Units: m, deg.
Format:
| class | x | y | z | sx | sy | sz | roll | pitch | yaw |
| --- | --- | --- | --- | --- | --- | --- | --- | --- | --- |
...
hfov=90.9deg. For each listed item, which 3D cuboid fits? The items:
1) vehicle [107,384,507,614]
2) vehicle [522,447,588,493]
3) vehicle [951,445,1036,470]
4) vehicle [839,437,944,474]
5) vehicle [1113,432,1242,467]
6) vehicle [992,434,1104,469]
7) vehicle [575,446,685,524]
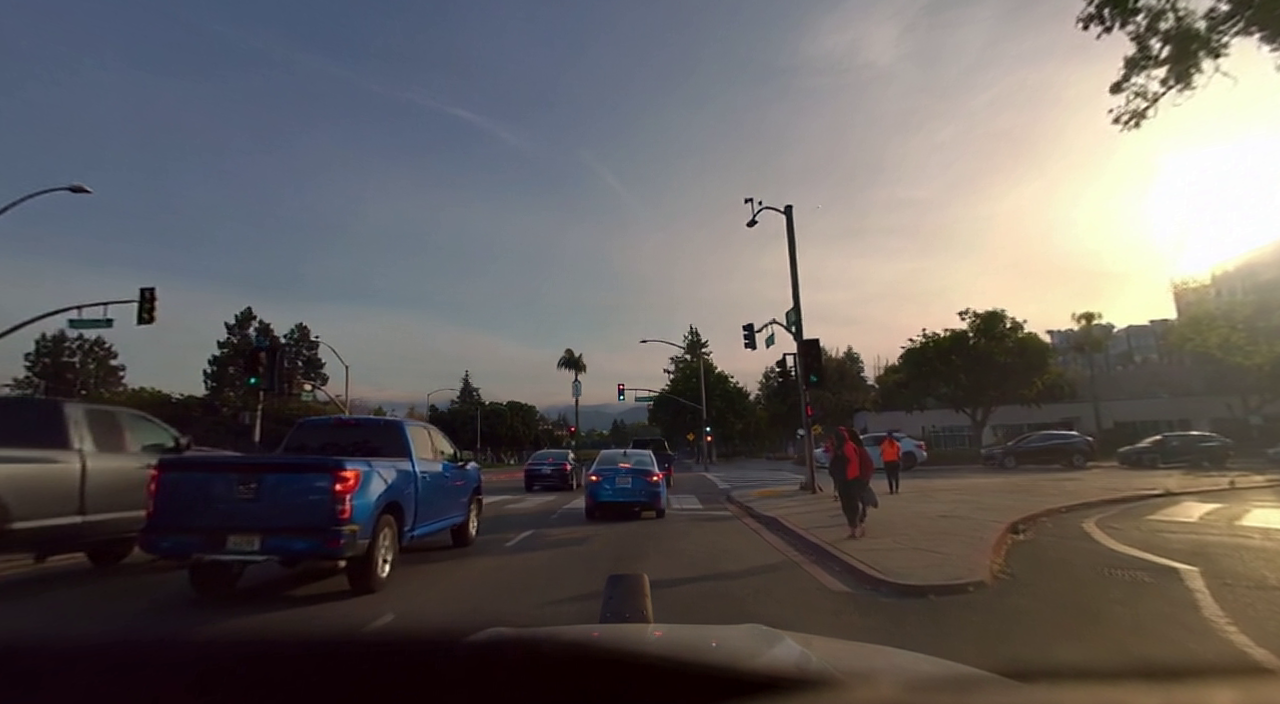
| class | x | y | z | sx | sy | sz | roll | pitch | yaw |
| --- | --- | --- | --- | --- | --- | --- | --- | --- | --- |
| vehicle | -3.420 | 1.633 | 8.005 | 2.202 | 1.961 | 4.980 | 0 | -9 | 2 |
| vehicle | -3.314 | 4.726 | 25.680 | 2.003 | 1.655 | 4.878 | 0 | -9 | 0 |
| vehicle | 21.364 | 6.389 | 38.202 | 3.983 | 1.443 | 1.831 | 0 | -9 | 1 |
| vehicle | 12.436 | 5.126 | 31.346 | 4.394 | 1.724 | 1.886 | 0 | -9 | 1 |
| vehicle | 29.165 | 5.301 | 34.350 | 4.967 | 1.794 | 2.044 | -1 | -9 | 3 |
| vehicle | 22.159 | 5.426 | 34.376 | 4.529 | 1.786 | 2.110 | -1 | -9 | 2 |
| vehicle | -0.164 | 2.940 | 14.597 | 2.144 | 1.497 | 4.446 | 0 | -9 | 1 |
